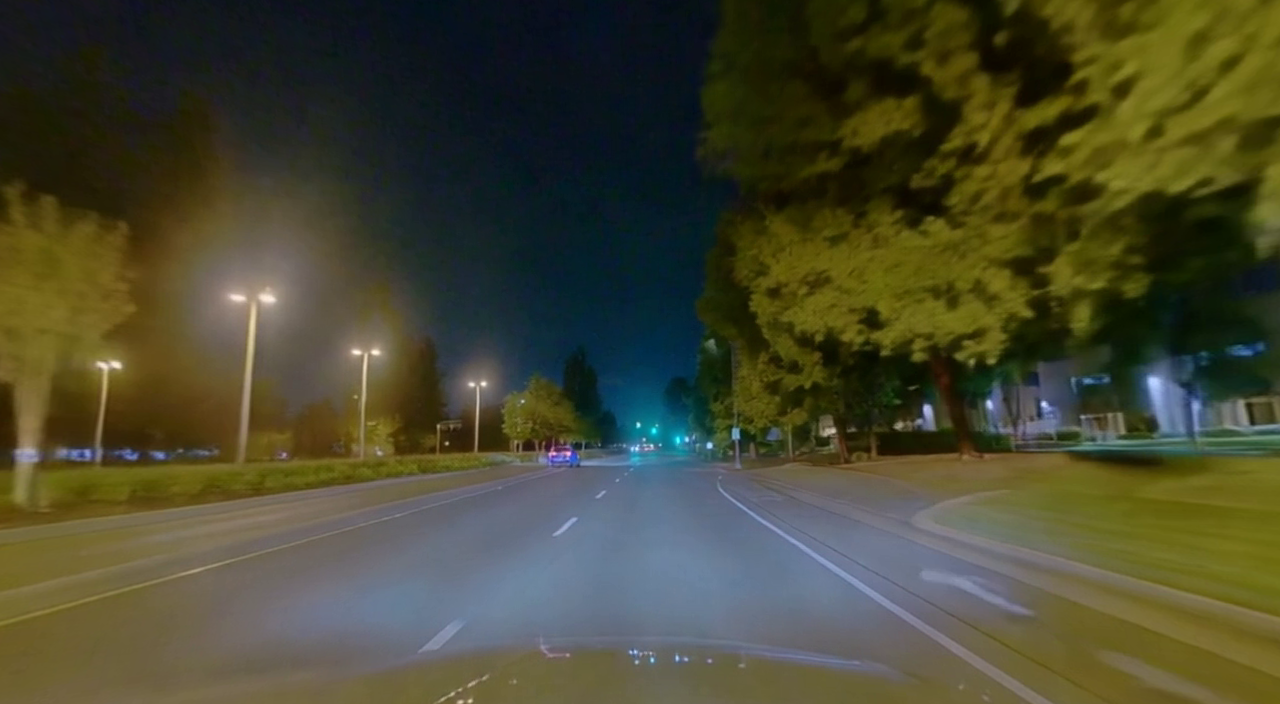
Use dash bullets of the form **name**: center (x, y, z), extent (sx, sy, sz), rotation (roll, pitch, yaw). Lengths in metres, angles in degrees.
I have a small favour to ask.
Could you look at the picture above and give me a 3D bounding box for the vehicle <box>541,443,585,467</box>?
- **vehicle**: center (-4.976, 6.701, 41.219), extent (1.945, 1.461, 4.605), rotation (-1, -8, 4)
